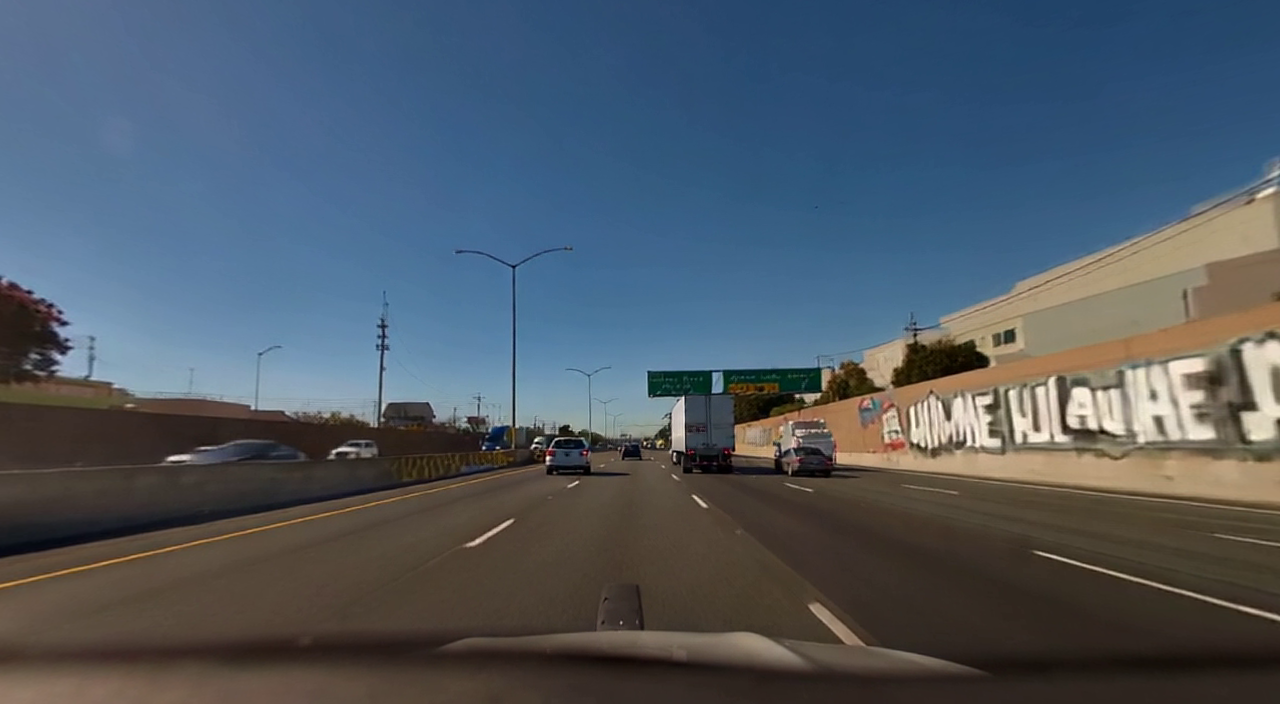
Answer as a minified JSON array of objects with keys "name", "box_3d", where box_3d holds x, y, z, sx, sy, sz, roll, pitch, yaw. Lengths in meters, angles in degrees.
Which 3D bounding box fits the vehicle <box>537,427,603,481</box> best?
[{"name":"vehicle","box_3d":[-2.573,3.920,24.449,2.249,1.843,5.176,1,-9,-4]}]

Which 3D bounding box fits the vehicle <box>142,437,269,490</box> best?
[{"name":"vehicle","box_3d":[-13.188,3.393,19.440,1.466,1.474,3.337,0,-9,1]}]

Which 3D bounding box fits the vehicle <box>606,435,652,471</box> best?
[{"name":"vehicle","box_3d":[-0.528,5.106,31.980,2.191,1.685,4.015,0,-9,-1]}]

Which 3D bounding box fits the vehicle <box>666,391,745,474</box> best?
[{"name":"vehicle","box_3d":[3.274,4.530,34.754,2.976,3.806,10.591,0,-9,-1]}]

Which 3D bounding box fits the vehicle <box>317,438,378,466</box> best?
[{"name":"vehicle","box_3d":[-17.344,5.932,37.609,1.833,1.541,3.656,0,-9,0]}]

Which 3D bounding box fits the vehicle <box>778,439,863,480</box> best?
[{"name":"vehicle","box_3d":[7.041,4.240,25.141,1.915,1.476,4.677,0,-9,-1]}]
